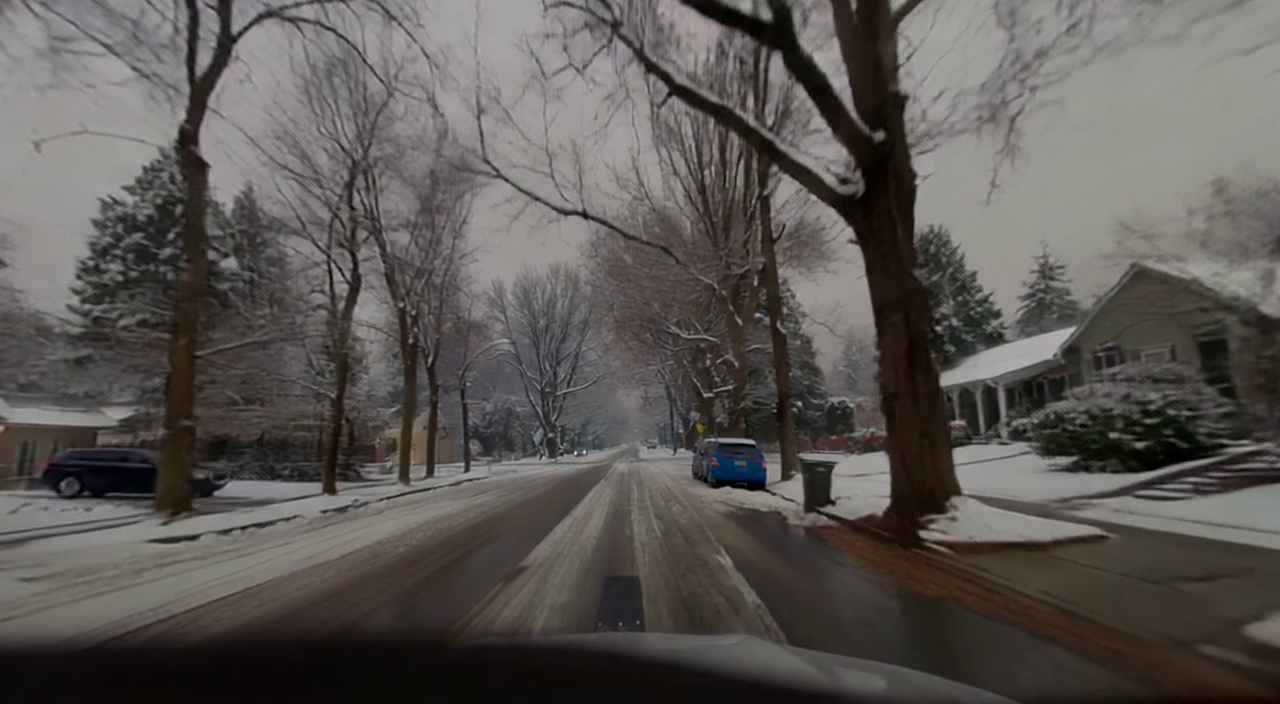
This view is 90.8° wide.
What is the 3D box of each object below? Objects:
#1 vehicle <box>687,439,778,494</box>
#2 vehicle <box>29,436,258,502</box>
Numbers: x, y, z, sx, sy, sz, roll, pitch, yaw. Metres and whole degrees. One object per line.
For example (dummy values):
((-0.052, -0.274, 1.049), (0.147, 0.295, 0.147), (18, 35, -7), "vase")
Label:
((2.670, 3.413, 19.291), (2.022, 1.455, 4.406), (0, -8, -1), "vehicle")
((-16.635, 3.897, 21.473), (5.902, 1.796, 2.183), (-3, -7, -3), "vehicle")
